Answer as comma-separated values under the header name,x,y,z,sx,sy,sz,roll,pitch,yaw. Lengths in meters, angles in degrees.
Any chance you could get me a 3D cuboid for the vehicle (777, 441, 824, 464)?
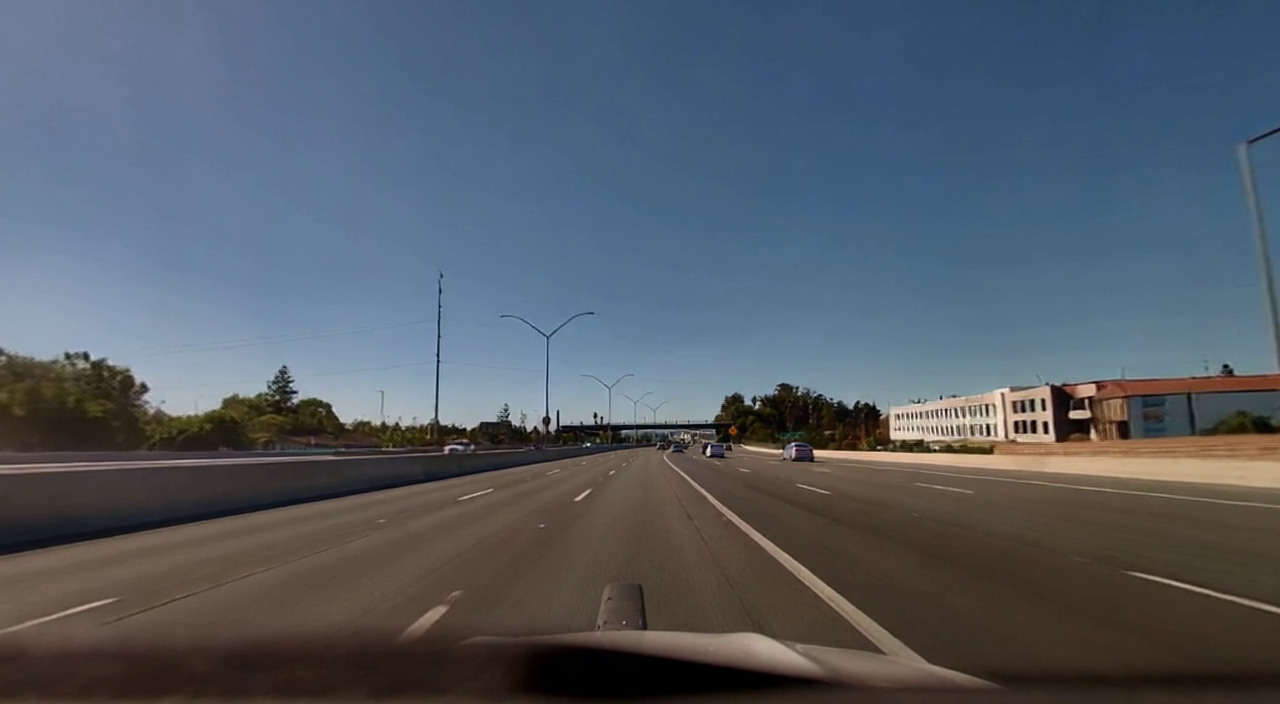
name,x,y,z,sx,sy,sz,roll,pitch,yaw
vehicle,10.920,6.873,43.260,2.000,1.514,4.585,0,-9,0
